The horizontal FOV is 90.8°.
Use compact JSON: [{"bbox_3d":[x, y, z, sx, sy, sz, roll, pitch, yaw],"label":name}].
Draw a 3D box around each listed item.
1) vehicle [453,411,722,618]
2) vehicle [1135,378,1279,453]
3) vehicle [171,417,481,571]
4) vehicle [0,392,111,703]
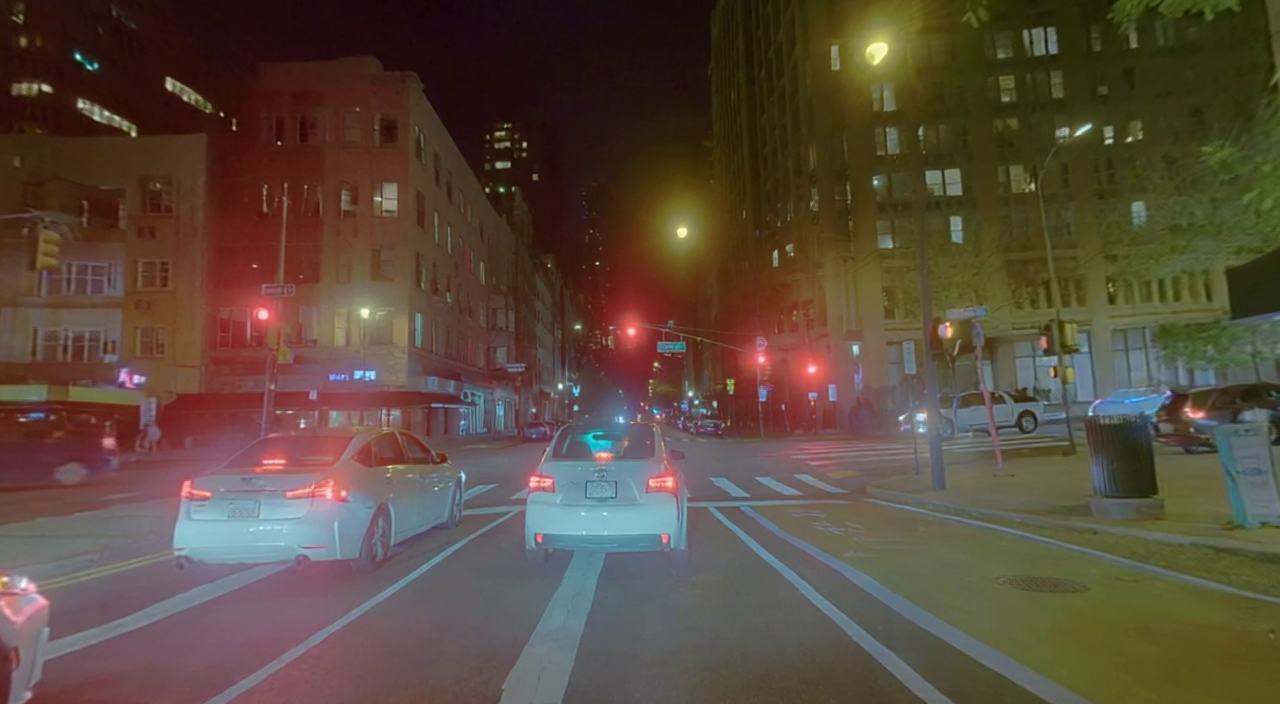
[{"bbox_3d":[-0.409,1.502,6.733,1.999,1.520,3.896,0,-8,-1],"label":"vehicle"},{"bbox_3d":[21.623,2.361,22.890,5.863,2.493,2.354,2,-9,-12],"label":"vehicle"},{"bbox_3d":[-3.689,1.742,8.514,1.934,1.522,4.287,0,-8,0],"label":"vehicle"},{"bbox_3d":[-3.907,0.704,1.173,1.995,1.524,4.438,0,-8,0],"label":"vehicle"}]
